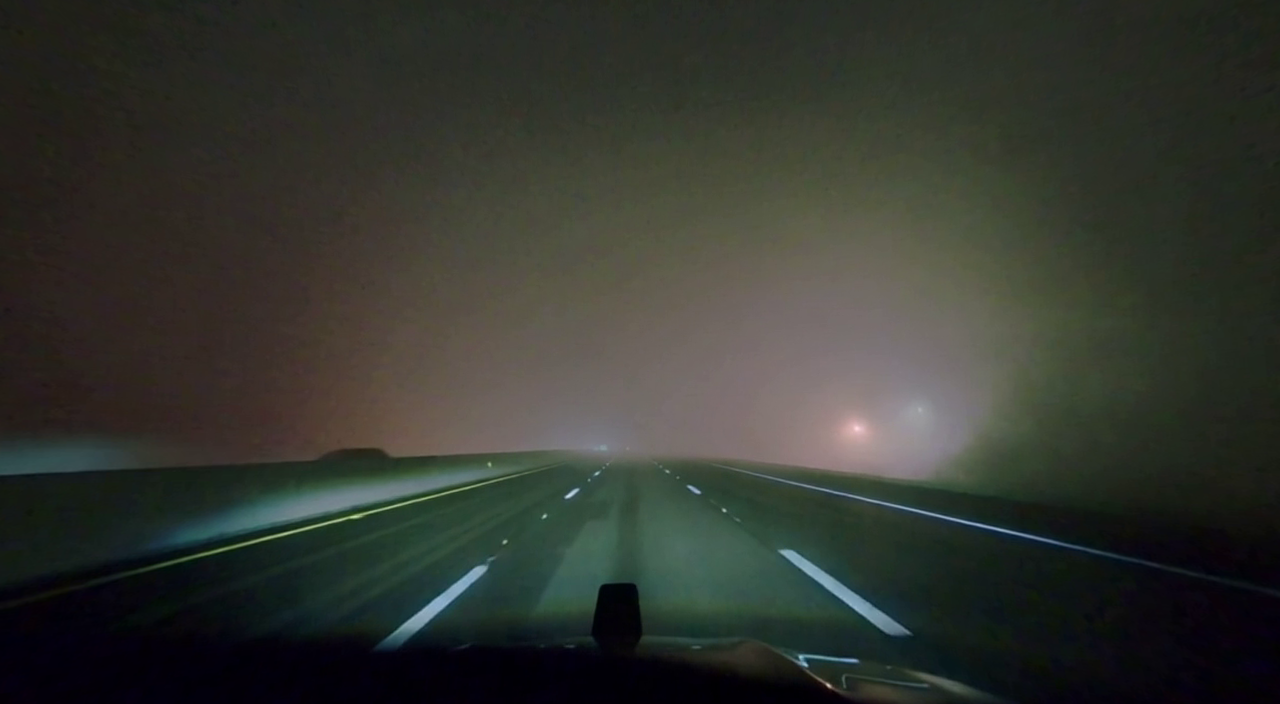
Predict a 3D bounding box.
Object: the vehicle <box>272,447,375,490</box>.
[{"bbox_3d":[-12.994,4.778,26.078,1.943,1.598,4.516,0,-9,-1],"label":"vehicle"}]
